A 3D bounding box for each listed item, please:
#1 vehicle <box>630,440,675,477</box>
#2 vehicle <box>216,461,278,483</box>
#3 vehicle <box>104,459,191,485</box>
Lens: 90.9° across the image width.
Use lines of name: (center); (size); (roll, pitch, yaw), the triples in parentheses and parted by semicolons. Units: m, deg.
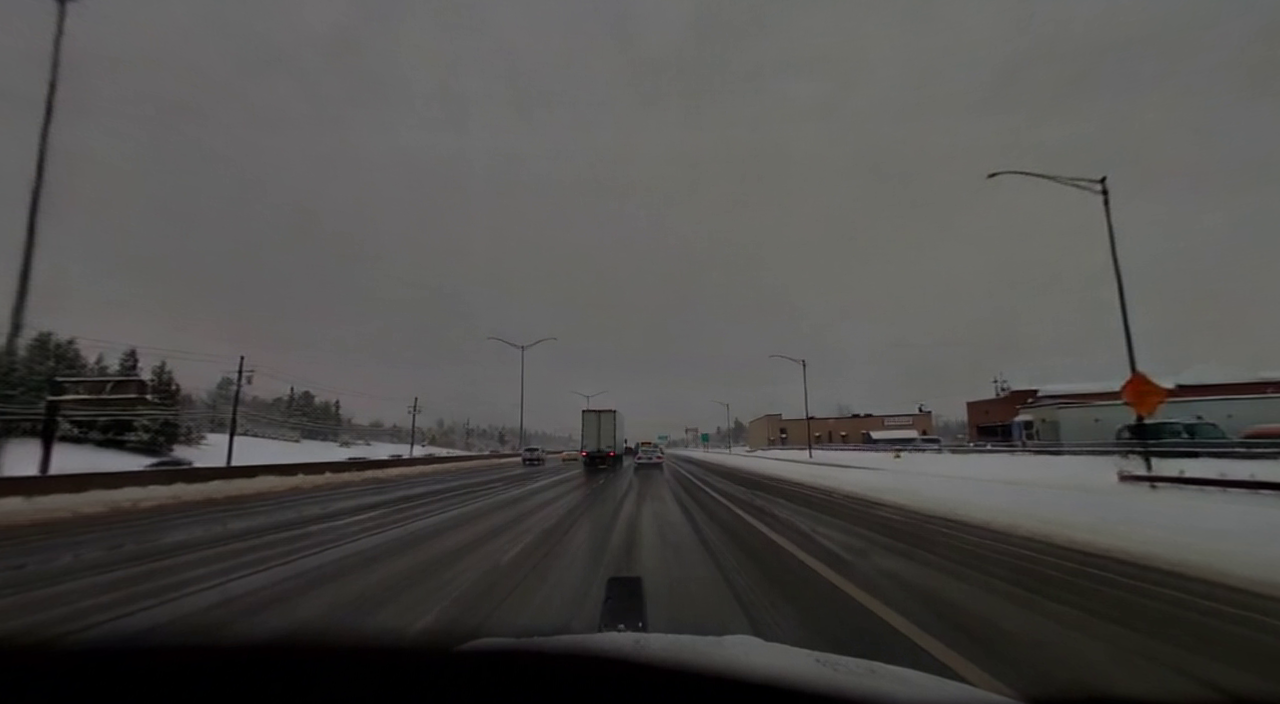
vehicle: (0.671, 5.767, 34.514); (2.279, 1.837, 4.747); (0, -9, 0)
vehicle: (-30.640, 9.365, 49.339); (1.840, 1.461, 4.694); (0, -9, 0)
vehicle: (-38.070, 9.267, 49.019); (2.123, 1.739, 5.655); (0, -9, 1)
